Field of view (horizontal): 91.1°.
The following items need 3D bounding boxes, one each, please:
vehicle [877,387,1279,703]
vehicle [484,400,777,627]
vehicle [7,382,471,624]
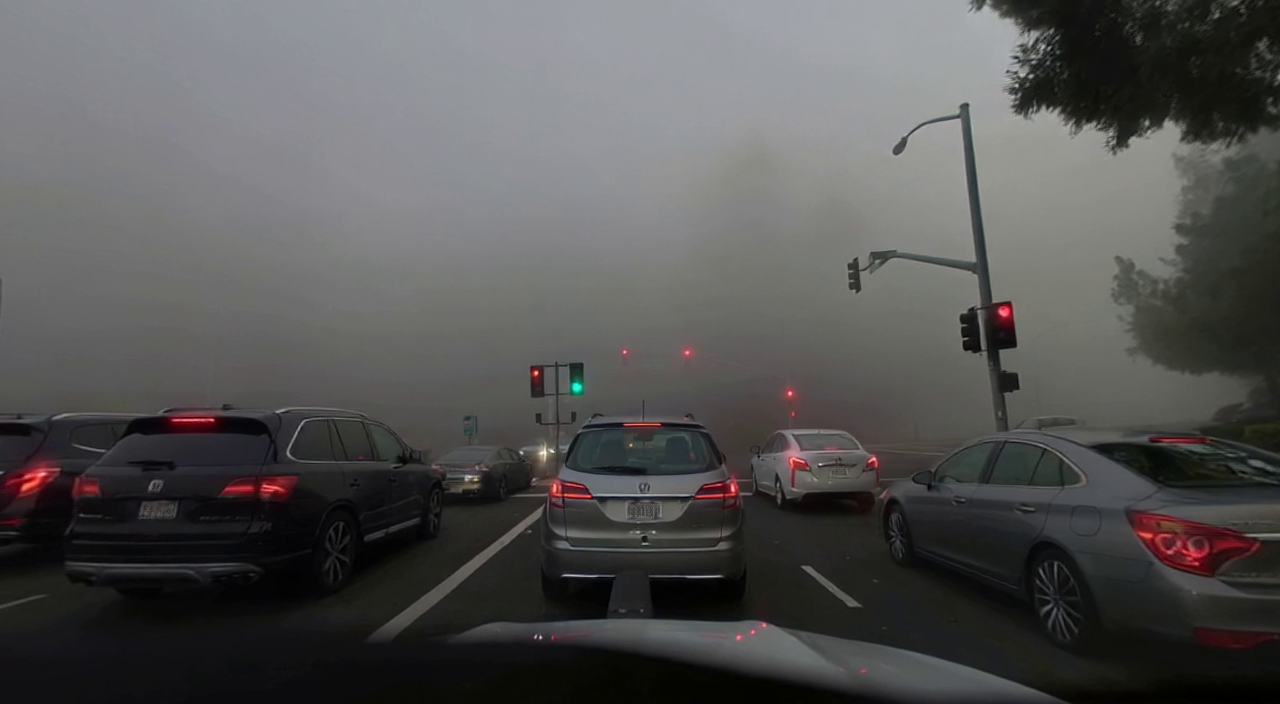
[{"bbox_3d":[3.592,1.201,4.607,2.010,1.486,4.498,0,-8,1],"label":"vehicle"},{"bbox_3d":[-0.046,1.402,6.307,2.047,1.579,3.642,0,-8,1],"label":"vehicle"},{"bbox_3d":[-3.554,1.422,6.856,2.014,1.755,4.360,0,-8,3],"label":"vehicle"}]
